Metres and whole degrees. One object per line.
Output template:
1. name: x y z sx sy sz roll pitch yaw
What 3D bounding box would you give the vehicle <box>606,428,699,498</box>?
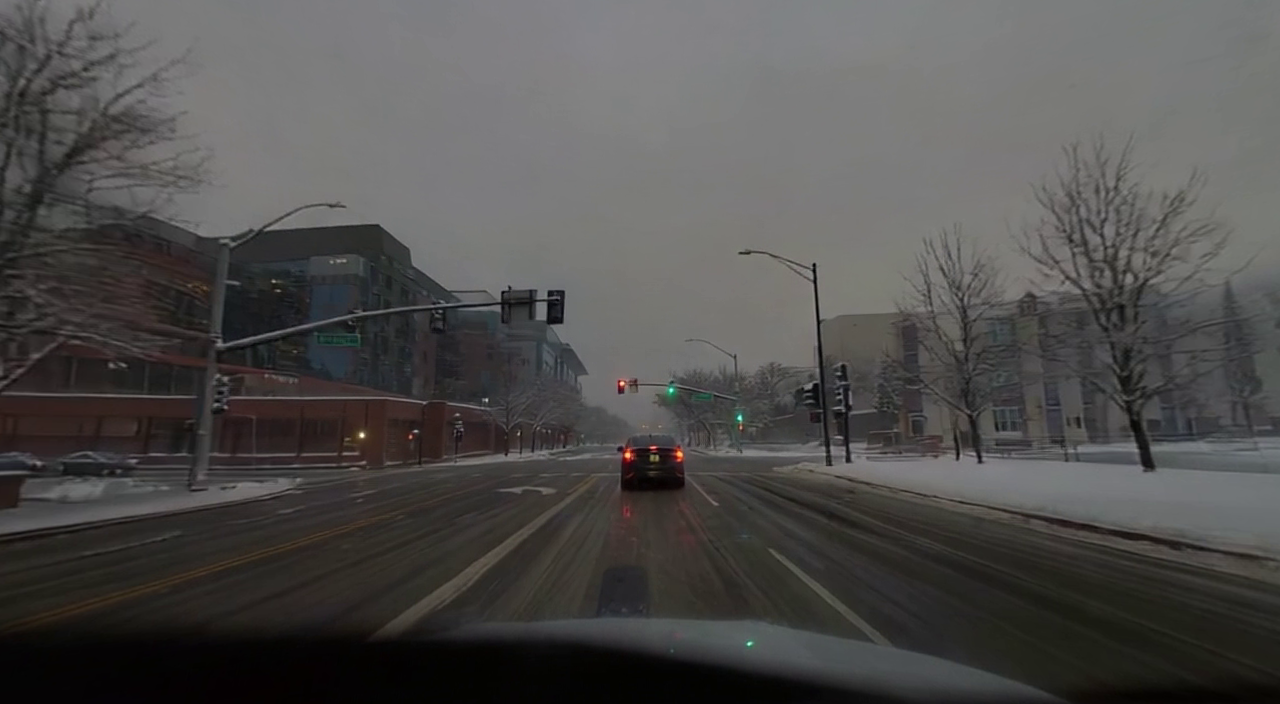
1. vehicle: 0.289 2.920 16.930 2.184 1.640 4.086 0 -8 0

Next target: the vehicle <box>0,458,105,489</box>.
1. vehicle: -30.858 6.275 32.655 4.494 1.475 1.893 0 -9 -1
